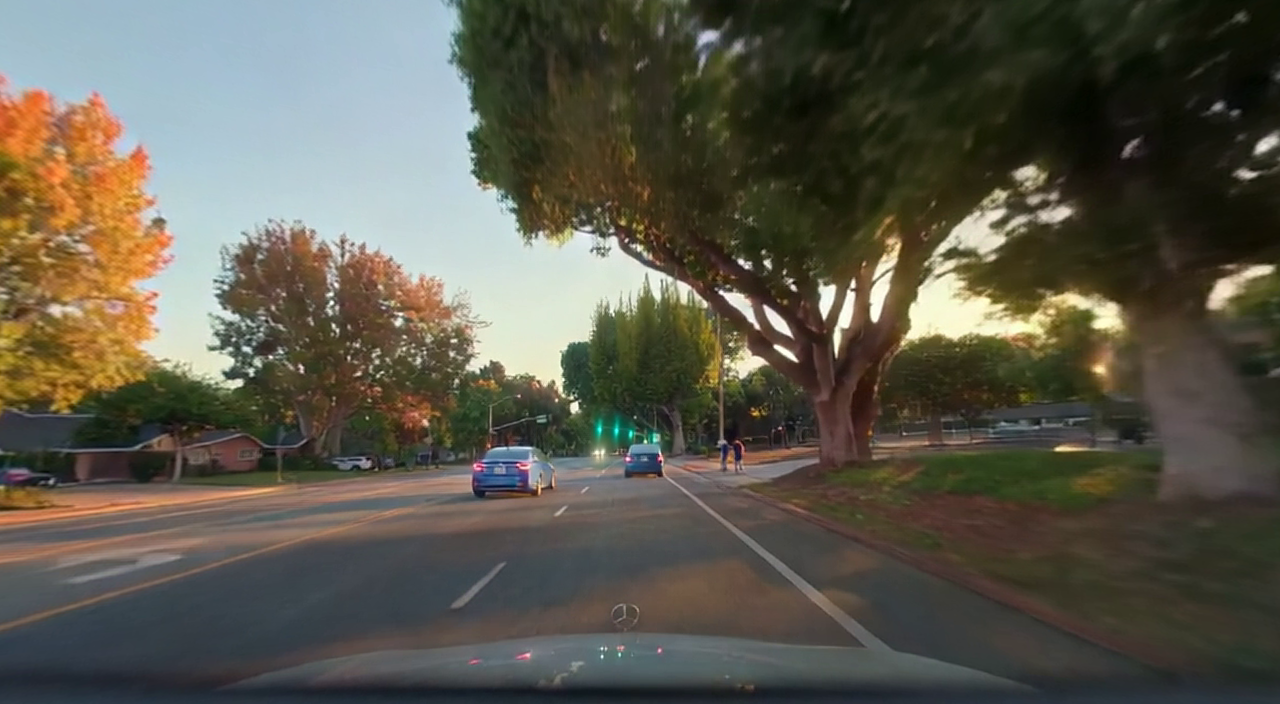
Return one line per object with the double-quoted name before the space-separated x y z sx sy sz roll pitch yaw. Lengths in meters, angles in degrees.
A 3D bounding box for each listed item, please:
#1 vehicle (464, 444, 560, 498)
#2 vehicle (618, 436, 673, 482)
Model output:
"vehicle" -3.693 3.504 18.969 2.036 1.447 4.044 0 -8 0
"vehicle" 0.164 4.597 27.310 2.215 1.799 4.426 0 -8 -1
